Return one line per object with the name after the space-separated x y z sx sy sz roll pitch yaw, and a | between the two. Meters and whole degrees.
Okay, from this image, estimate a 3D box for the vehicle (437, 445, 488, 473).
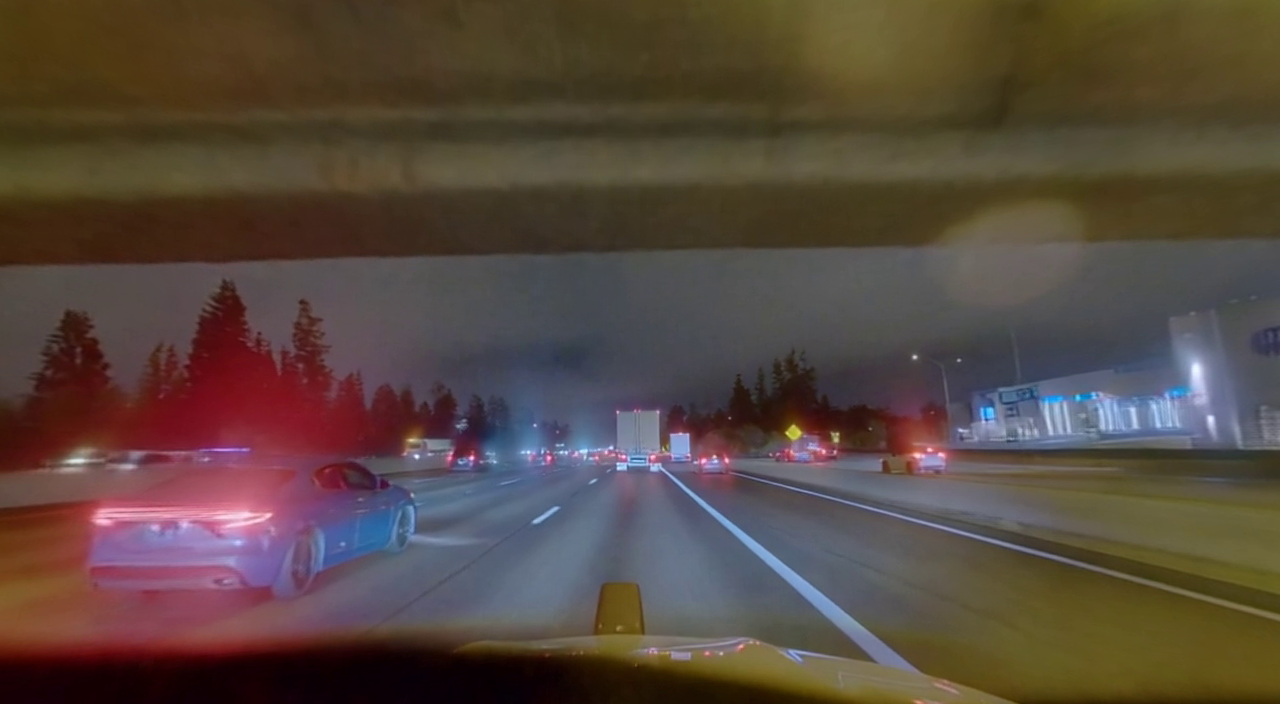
-11.174 6.753 39.894 1.966 1.627 4.258 0 -9 1 | vehicle

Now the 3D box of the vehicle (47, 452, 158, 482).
-31.562 6.744 37.214 2.157 1.636 4.866 0 -9 1 | vehicle

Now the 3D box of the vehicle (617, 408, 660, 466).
0.069 6.667 48.749 3.012 3.928 10.262 0 -9 2 | vehicle

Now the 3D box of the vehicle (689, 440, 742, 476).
3.752 5.366 32.039 2.107 1.707 4.445 0 -9 0 | vehicle
